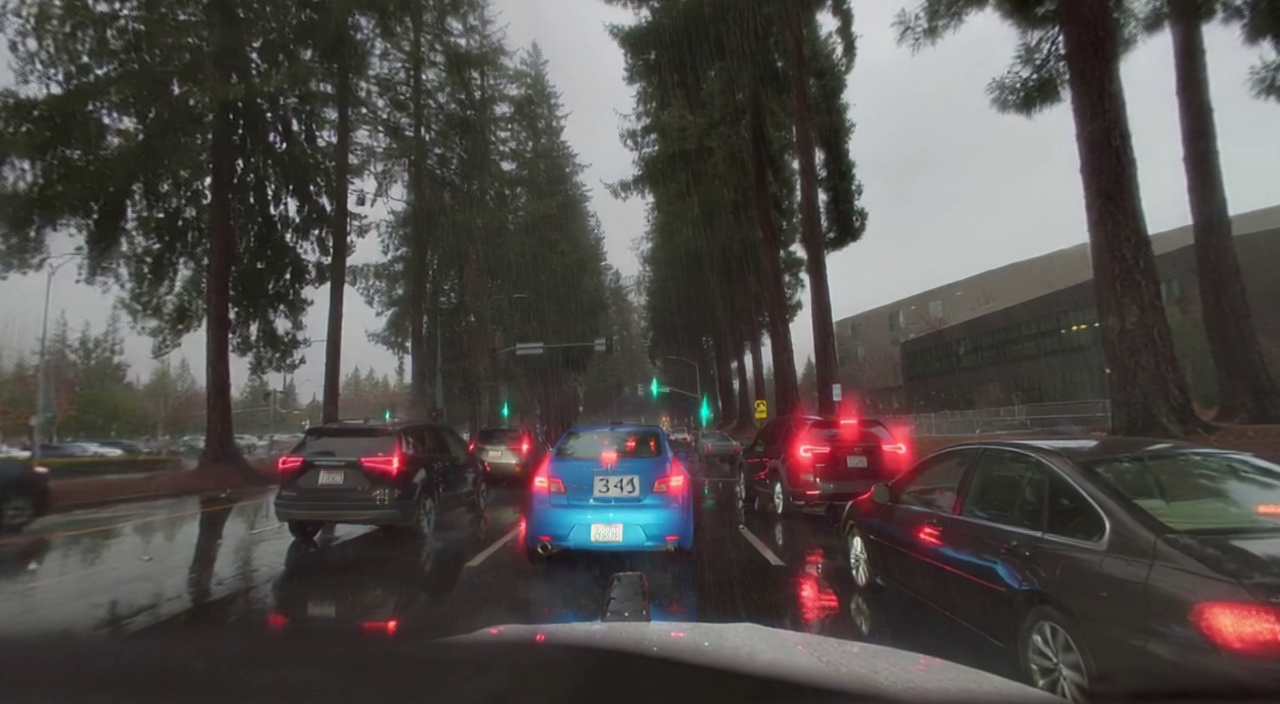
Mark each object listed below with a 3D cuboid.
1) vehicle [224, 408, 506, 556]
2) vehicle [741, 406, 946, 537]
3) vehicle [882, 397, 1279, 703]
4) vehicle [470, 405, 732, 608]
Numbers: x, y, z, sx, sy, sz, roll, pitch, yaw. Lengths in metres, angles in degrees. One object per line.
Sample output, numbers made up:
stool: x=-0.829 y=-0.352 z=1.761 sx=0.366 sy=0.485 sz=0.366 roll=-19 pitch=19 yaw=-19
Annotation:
vehicle: x=-3.767 y=1.886 z=9.896 sx=2.141 sy=1.718 sz=4.809 roll=0 pitch=-8 yaw=1
vehicle: x=3.327 y=2.085 z=11.545 sx=2.117 sy=1.879 sz=4.715 roll=0 pitch=-8 yaw=-1
vehicle: x=3.230 y=1.071 z=3.371 sx=2.045 sy=1.459 sz=4.462 roll=0 pitch=-8 yaw=-1
vehicle: x=-0.364 y=1.584 z=7.422 sx=2.114 sy=1.631 sz=4.459 roll=0 pitch=-8 yaw=-1
